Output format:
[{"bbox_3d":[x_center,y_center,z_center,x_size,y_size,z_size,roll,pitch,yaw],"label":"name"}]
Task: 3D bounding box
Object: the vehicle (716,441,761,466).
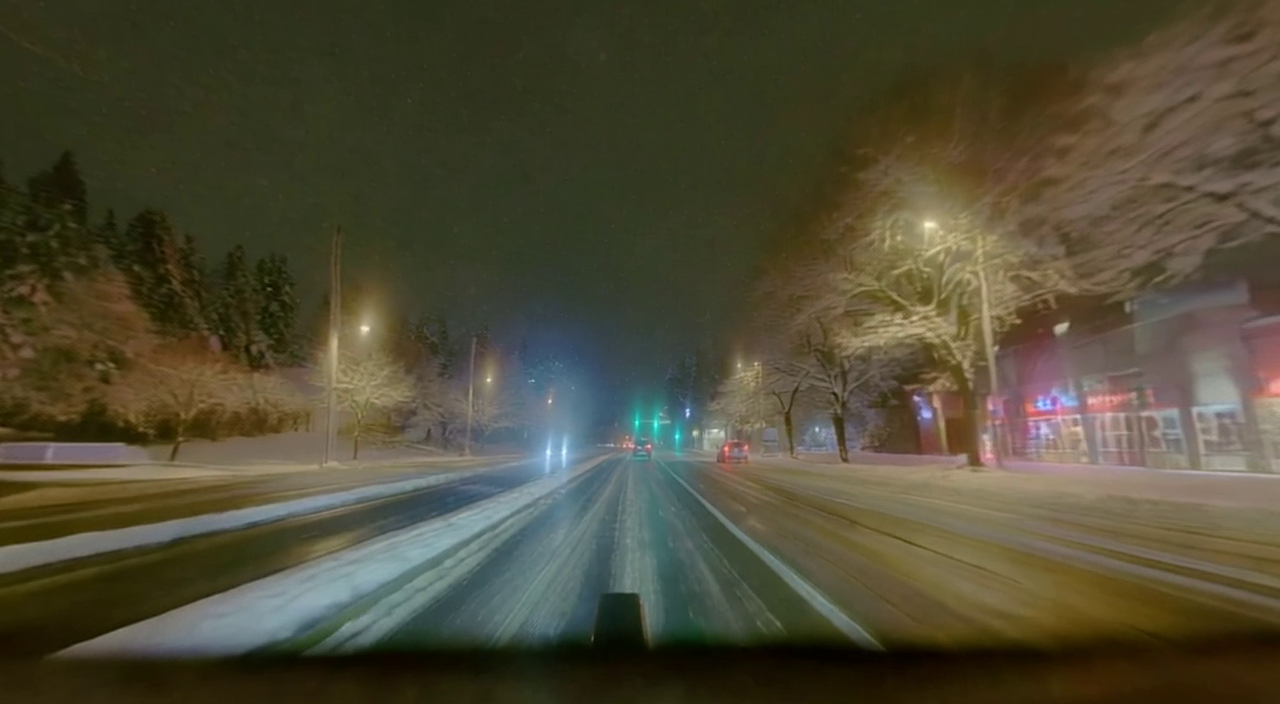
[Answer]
[{"bbox_3d":[6.338,6.589,41.149,2.024,1.475,4.600,0,-8,-2],"label":"vehicle"}]
